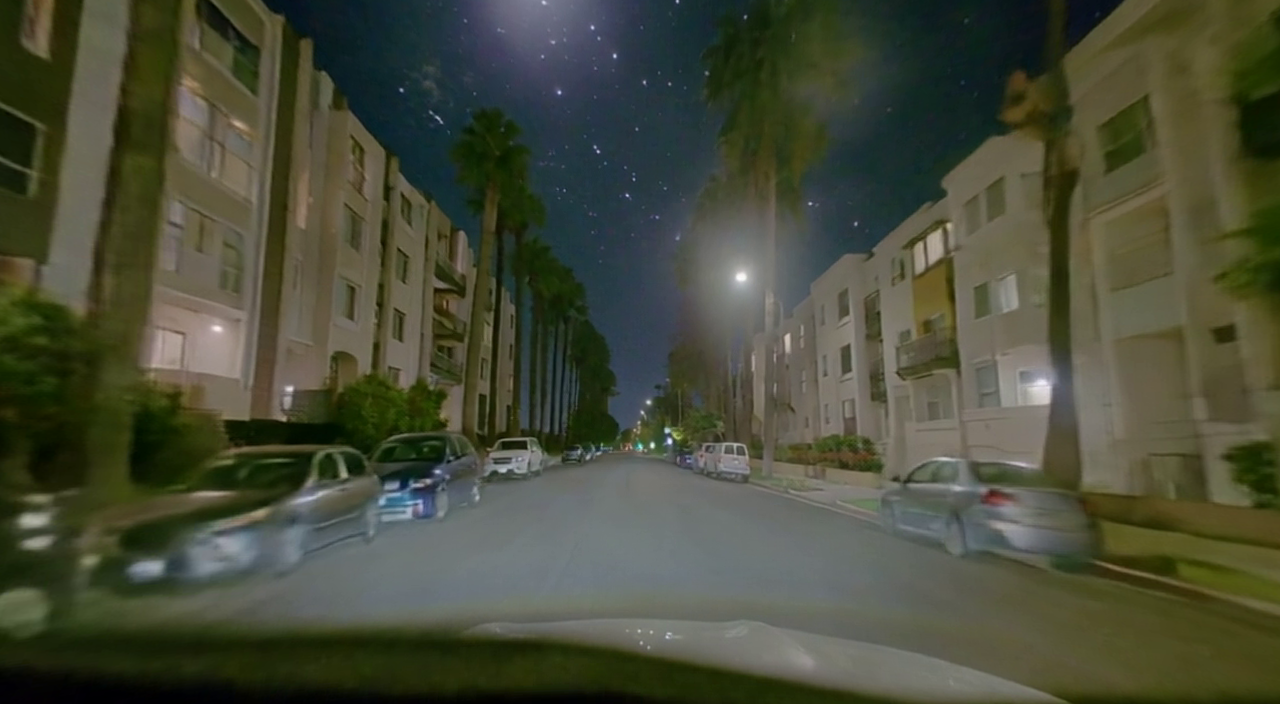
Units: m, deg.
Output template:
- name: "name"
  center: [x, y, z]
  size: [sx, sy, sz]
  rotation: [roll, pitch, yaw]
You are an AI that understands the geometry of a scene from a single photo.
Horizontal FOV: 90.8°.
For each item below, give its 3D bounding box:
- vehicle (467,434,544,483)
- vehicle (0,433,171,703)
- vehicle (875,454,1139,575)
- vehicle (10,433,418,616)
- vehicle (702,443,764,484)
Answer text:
- name: "vehicle"
  center: [-5.735, 4.658, 27.830]
  size: [2.358, 1.905, 5.615]
  rotation: [0, -9, -2]
- name: "vehicle"
  center: [-4.425, 0.972, 2.079]
  size: [2.066, 1.506, 4.719]
  rotation: [1, -9, 1]
- name: "vehicle"
  center: [5.293, 2.337, 9.774]
  size: [1.812, 1.461, 3.575]
  rotation: [0, -9, -2]
- name: "vehicle"
  center: [-4.390, 1.797, 7.594]
  size: [1.840, 1.464, 4.368]
  rotation: [2, -9, -1]
- name: "vehicle"
  center: [4.333, 5.276, 30.287]
  size: [1.969, 1.782, 4.677]
  rotation: [1, -9, -4]
